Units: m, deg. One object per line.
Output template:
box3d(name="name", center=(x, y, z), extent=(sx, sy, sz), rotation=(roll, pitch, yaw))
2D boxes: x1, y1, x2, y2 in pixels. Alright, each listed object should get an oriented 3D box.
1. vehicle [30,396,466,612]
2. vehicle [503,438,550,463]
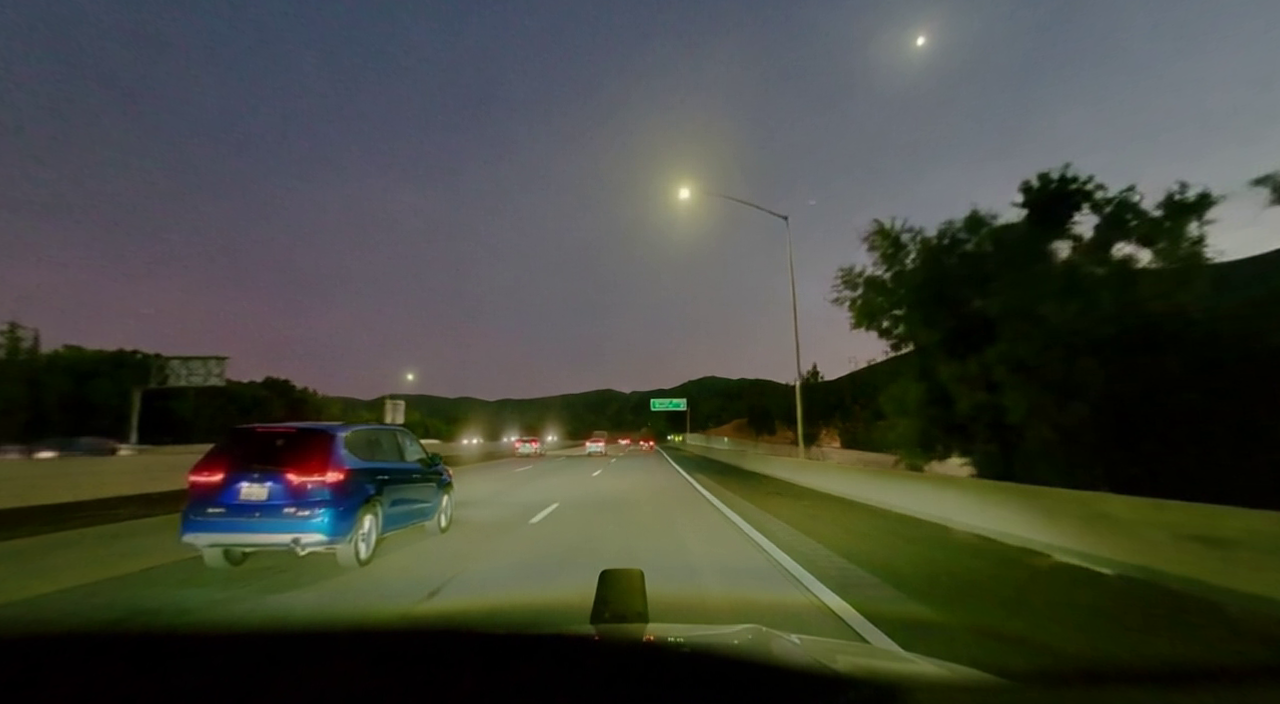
box3d(name="vehicle", center=(-3.770, 1.538, 7.333), extent=(2.138, 1.718, 4.415), rotation=(0, -8, 1))
box3d(name="vehicle", center=(-7.121, 6.230, 40.107), extent=(1.963, 1.476, 4.739), rotation=(-1, -8, 2))
